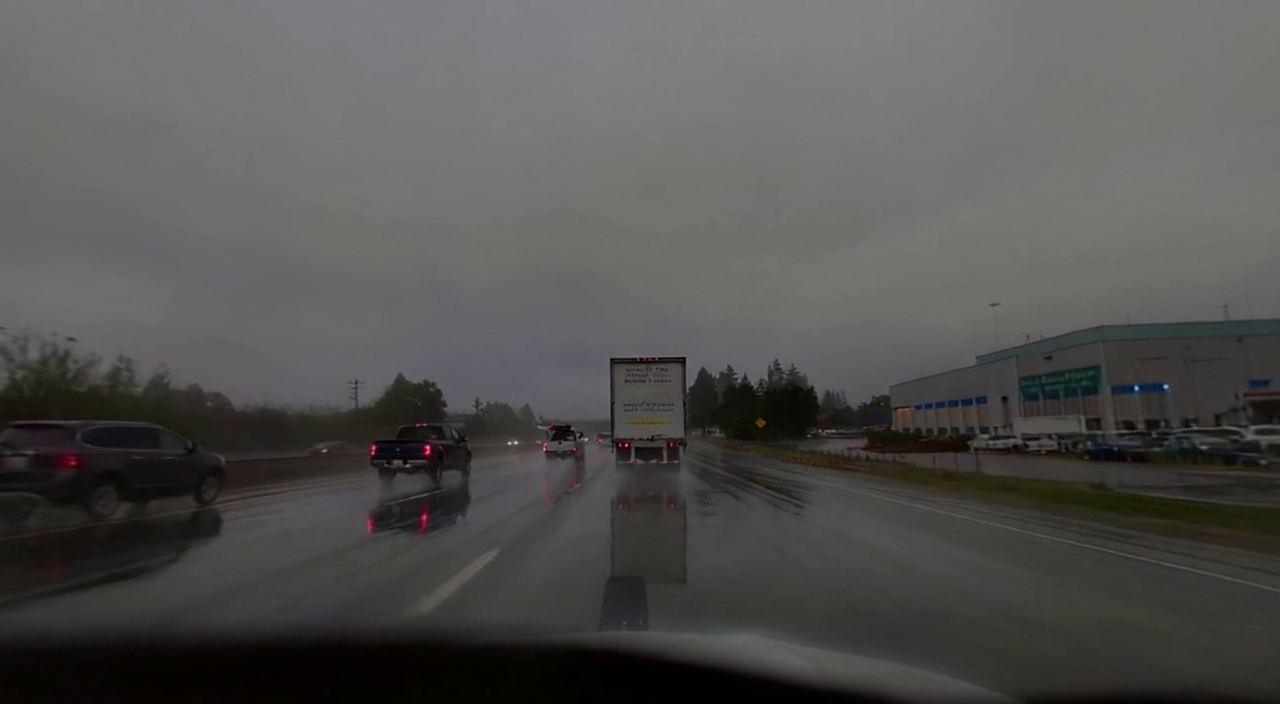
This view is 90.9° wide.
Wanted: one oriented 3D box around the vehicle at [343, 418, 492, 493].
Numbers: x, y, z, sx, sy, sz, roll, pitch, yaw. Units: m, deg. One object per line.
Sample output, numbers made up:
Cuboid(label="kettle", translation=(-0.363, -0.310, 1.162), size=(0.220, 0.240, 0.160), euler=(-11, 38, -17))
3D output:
Cuboid(label="vehicle", translation=(-6.685, 3.233, 19.971), size=(2.479, 1.978, 5.952), euler=(0, -9, 1))

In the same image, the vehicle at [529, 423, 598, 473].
Cuboid(label="vehicle", translation=(-3.419, 4.497, 29.621), size=(2.379, 2.075, 6.169), euler=(0, -9, 1))

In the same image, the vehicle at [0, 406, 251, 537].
Cuboid(label="vehicle", translation=(-10.341, 2.159, 11.975), size=(2.089, 1.885, 5.888), euler=(0, -9, 1))

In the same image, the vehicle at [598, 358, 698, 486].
Cuboid(label="vehicle", translation=(0.198, 2.792, 23.687), size=(2.941, 3.794, 9.851), euler=(0, -9, 0))

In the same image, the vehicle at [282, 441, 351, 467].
Cuboid(label="vehicle", translation=(-20.438, 6.456, 40.051), size=(1.905, 1.536, 4.649), euler=(0, -9, 0))
